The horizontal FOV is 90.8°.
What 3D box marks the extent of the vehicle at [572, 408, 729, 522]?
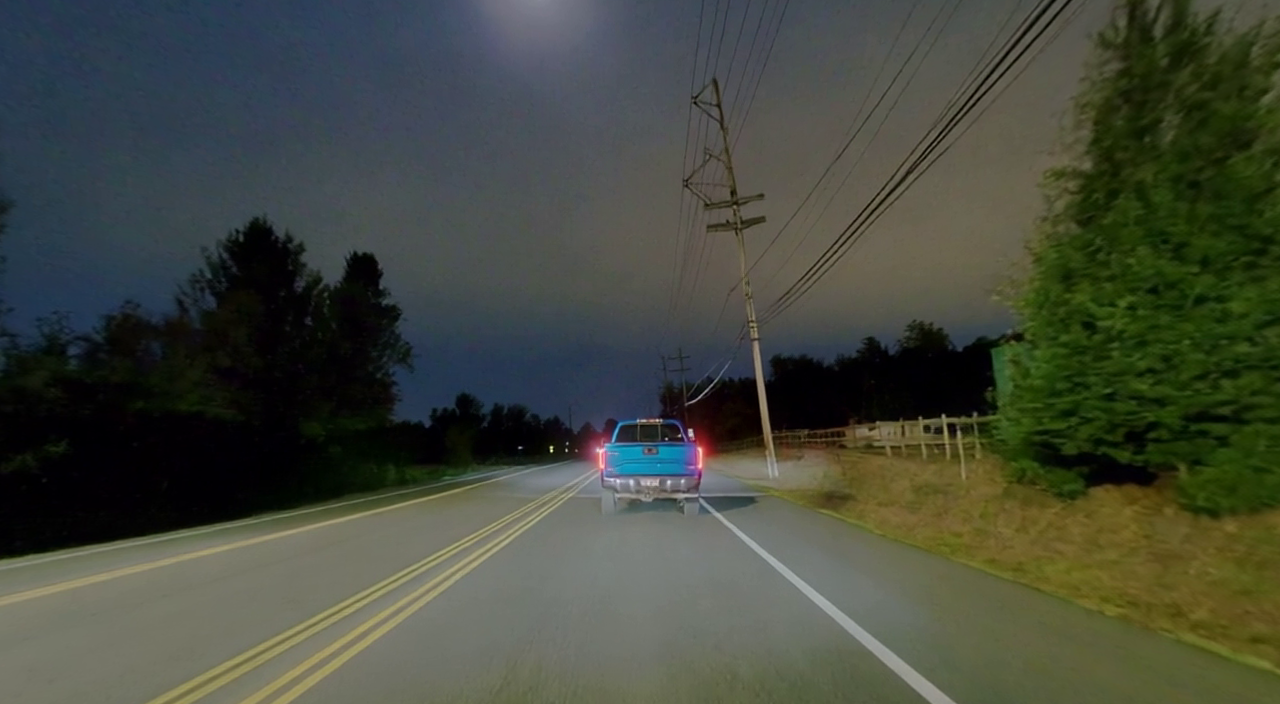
[{"bbox_3d":[0.166,2.426,14.122,2.693,1.941,6.356,0,-9,0],"label":"vehicle"}]
